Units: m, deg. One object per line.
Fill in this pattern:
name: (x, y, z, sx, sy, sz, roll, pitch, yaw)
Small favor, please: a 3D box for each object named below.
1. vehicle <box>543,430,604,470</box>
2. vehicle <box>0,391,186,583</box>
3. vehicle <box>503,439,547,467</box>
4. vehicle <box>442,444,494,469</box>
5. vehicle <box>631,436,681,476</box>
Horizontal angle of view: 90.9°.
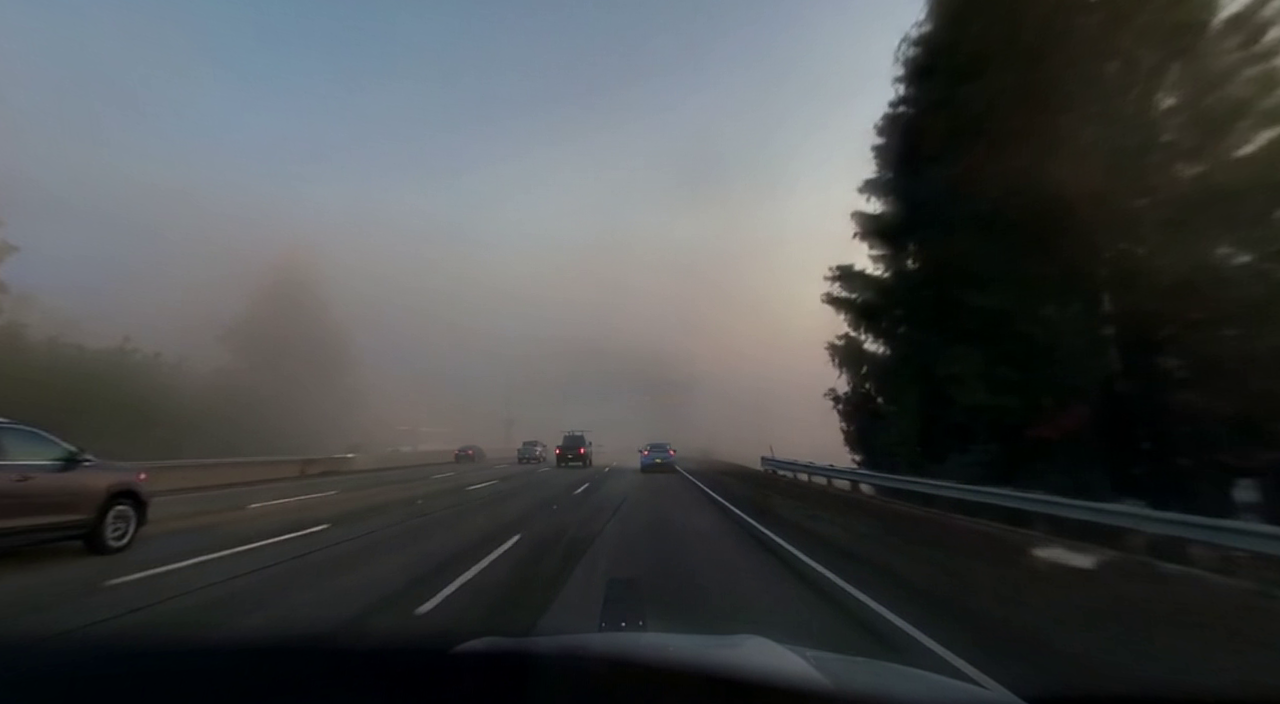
vehicle: (-3.652, 5.570, 36.099, 2.751, 2.050, 5.761, 0, -8, 1)
vehicle: (-7.699, 1.272, 5.756, 2.521, 1.901, 5.988, 0, -8, 2)
vehicle: (-7.794, 6.864, 43.195, 2.078, 1.779, 4.610, 0, -8, 1)
vehicle: (-11.090, 6.755, 41.006, 1.951, 1.491, 4.697, 0, -8, 1)
vehicle: (0.697, 4.779, 29.278, 2.135, 1.697, 4.757, 0, -8, 0)
